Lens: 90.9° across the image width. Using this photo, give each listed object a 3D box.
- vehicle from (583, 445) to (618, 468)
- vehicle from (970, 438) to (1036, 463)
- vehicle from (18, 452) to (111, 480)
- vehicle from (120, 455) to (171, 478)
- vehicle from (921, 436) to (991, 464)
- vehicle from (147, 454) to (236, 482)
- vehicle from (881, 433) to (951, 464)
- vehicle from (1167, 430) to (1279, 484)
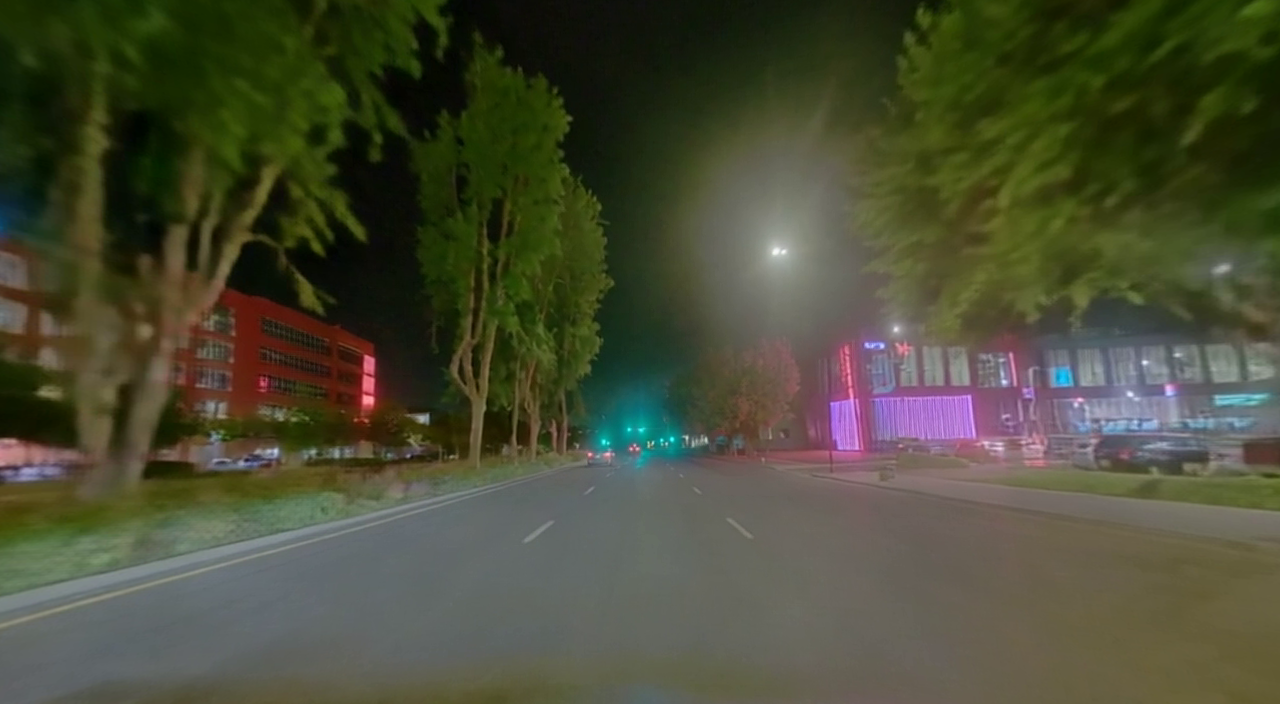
[{"bbox_3d":[-2.645,7.112,43.153,2.082,1.460,4.442,0,-9,1],"label":"vehicle"},{"bbox_3d":[22.772,6.151,39.682,1.828,1.450,3.730,-1,-8,-1],"label":"vehicle"},{"bbox_3d":[-45.030,8.887,49.529,2.150,1.834,5.472,-2,-8,0],"label":"vehicle"},{"bbox_3d":[-37.220,8.611,47.535,1.856,1.441,4.226,1,-8,-21],"label":"vehicle"},{"bbox_3d":[19.892,6.164,39.863,2.074,1.607,4.465,-2,-8,0],"label":"vehicle"},{"bbox_3d":[-27.457,7.091,38.794,1.910,1.498,4.703,0,-9,2],"label":"vehicle"},{"bbox_3d":[17.251,6.071,39.724,2.038,1.827,4.870,0,-9,-2],"label":"vehicle"},{"bbox_3d":[17.747,2.927,17.769,4.059,1.422,1.892,0,-9,-1],"label":"vehicle"}]
